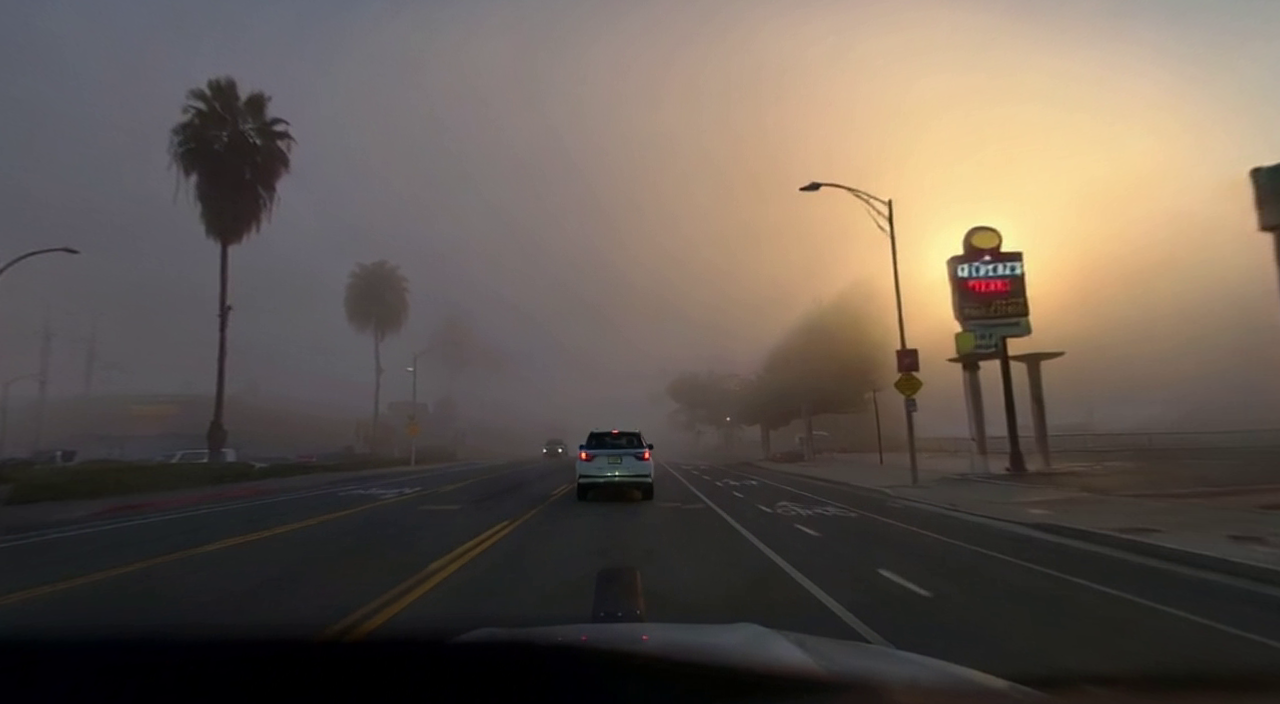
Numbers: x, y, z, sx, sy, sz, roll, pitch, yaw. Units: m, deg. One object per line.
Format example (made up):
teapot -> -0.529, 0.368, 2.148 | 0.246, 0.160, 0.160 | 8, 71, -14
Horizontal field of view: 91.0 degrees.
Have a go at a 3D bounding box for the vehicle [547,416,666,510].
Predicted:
vehicle -> -0.663, 2.411, 14.036 | 2.239, 1.763, 4.096 | 0, -9, -1

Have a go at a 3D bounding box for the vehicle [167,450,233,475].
vehicle -> -29.578, 7.399, 42.471 | 2.172, 1.504, 4.669 | 3, -9, -17
